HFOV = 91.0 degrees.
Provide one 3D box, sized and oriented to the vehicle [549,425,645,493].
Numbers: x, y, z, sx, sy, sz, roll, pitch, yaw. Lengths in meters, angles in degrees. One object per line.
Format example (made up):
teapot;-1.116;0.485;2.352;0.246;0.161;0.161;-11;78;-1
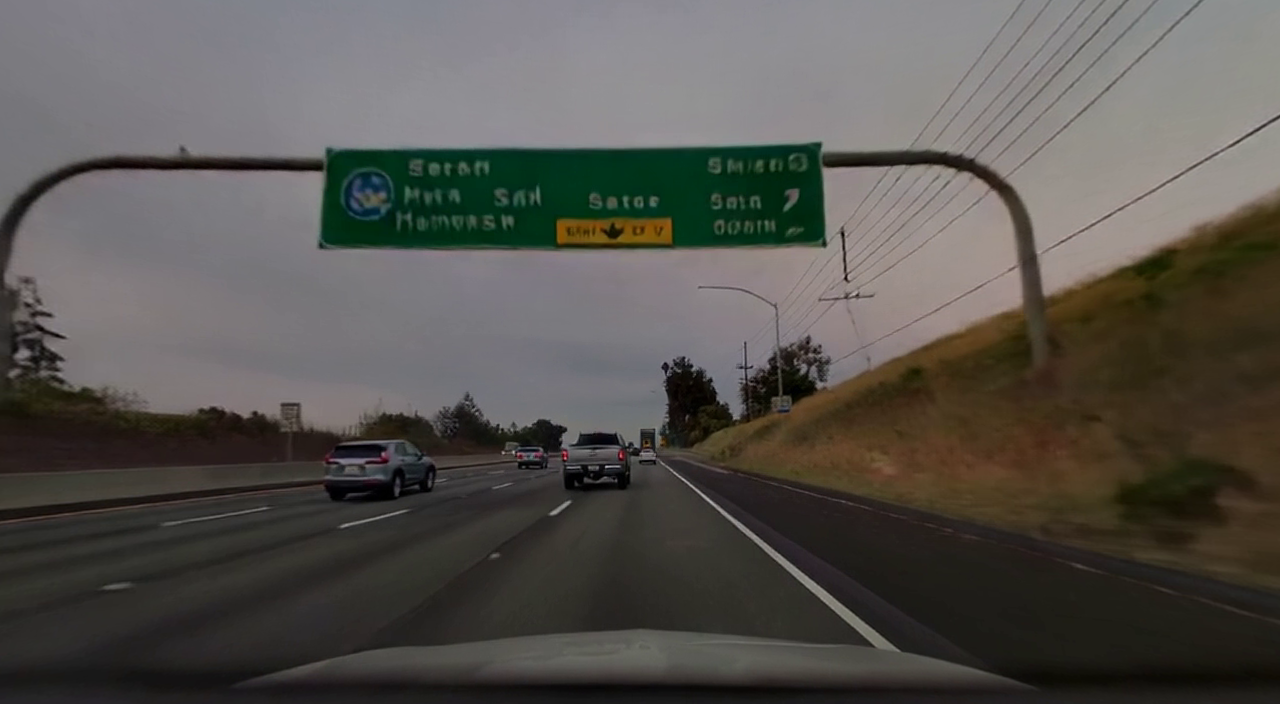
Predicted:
vehicle;-1.334;3.788;22.731;2.972;2.087;6.126;0;-9;0

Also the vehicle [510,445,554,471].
vehicle;-7.426;7.314;43.717;2.143;1.688;4.776;0;-9;1

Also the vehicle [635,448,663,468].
vehicle;0.639;8.107;48.413;2.025;1.485;4.310;0;-9;0

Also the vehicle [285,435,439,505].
vehicle;-7.213;3.090;16.971;2.055;1.618;4.457;0;-9;1
